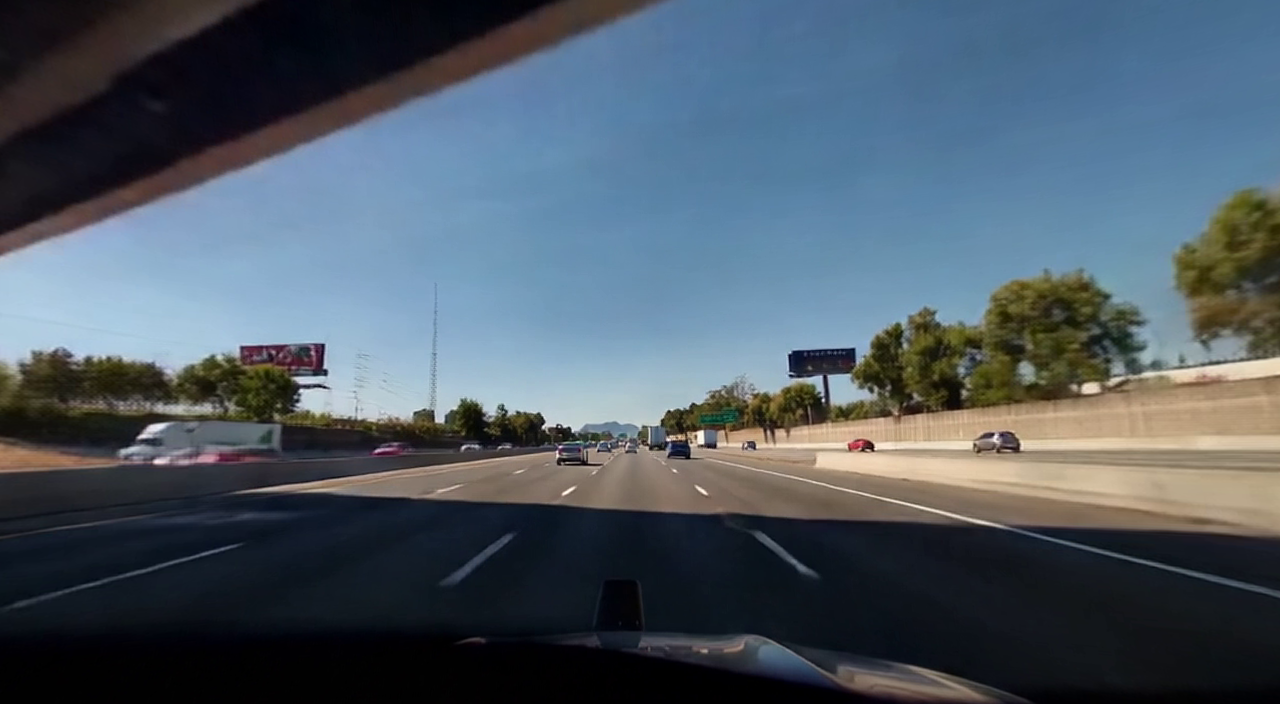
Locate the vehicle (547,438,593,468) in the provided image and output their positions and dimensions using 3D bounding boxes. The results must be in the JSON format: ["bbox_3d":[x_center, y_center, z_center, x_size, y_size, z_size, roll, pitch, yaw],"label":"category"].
[{"bbox_3d":[-3.759,5.537,34.613,2.066,1.500,4.415,0,-8,0],"label":"vehicle"}]

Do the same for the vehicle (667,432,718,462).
[{"bbox_3d":[3.865,7.501,49.854,3.042,2.004,14.051,0,-8,1],"label":"vehicle"}]
